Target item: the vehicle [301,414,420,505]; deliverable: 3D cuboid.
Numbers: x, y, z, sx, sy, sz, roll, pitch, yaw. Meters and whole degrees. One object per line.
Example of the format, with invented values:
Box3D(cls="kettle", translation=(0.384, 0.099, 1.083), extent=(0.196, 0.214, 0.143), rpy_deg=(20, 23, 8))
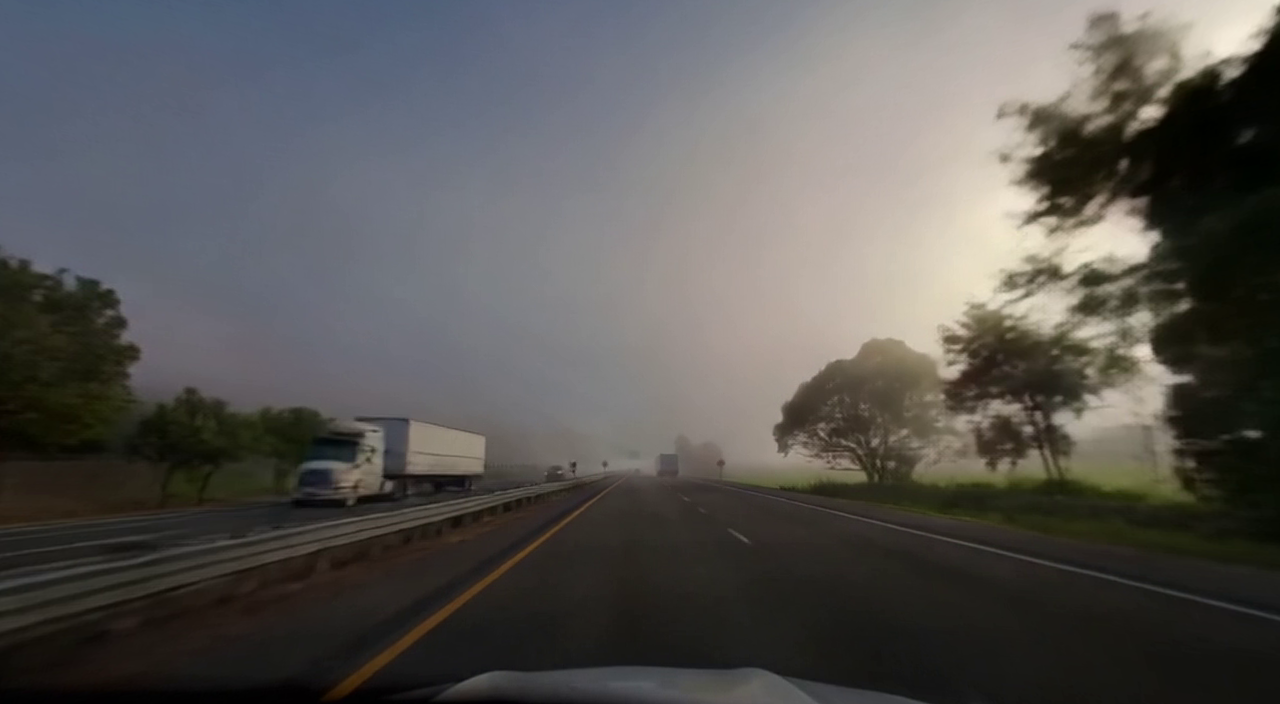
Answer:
Box3D(cls="vehicle", translation=(-13.472, 5.308, 30.960), extent=(3.026, 3.995, 5.825), rpy_deg=(1, -11, 0))
